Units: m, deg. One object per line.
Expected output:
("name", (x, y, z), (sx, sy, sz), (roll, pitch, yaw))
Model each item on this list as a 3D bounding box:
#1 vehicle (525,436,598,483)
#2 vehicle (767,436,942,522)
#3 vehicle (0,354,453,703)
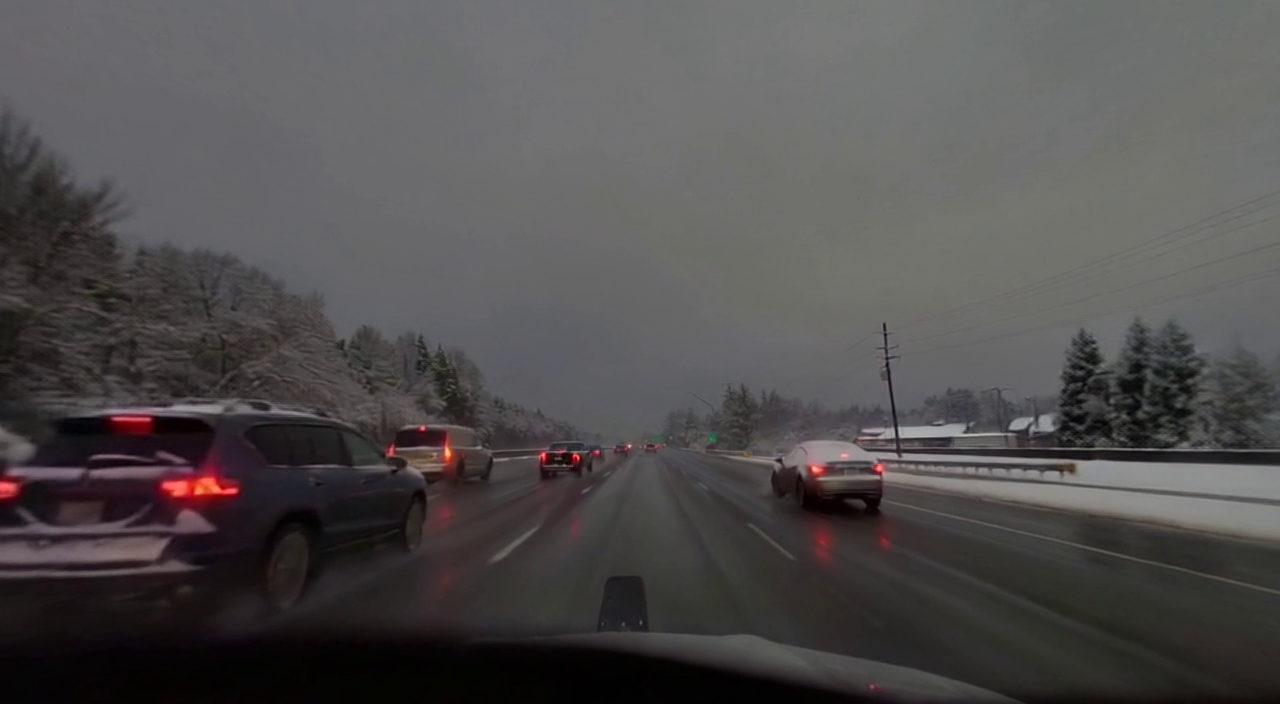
("vehicle", (-2.950, 4.139, 24.624), (2.133, 1.668, 4.505), (0, -8, 2))
("vehicle", (4.175, 2.537, 13.277), (2.022, 1.472, 4.678), (0, -8, 0))
("vehicle", (-3.380, 1.220, 5.334), (2.133, 1.775, 4.530), (0, -8, 1))
